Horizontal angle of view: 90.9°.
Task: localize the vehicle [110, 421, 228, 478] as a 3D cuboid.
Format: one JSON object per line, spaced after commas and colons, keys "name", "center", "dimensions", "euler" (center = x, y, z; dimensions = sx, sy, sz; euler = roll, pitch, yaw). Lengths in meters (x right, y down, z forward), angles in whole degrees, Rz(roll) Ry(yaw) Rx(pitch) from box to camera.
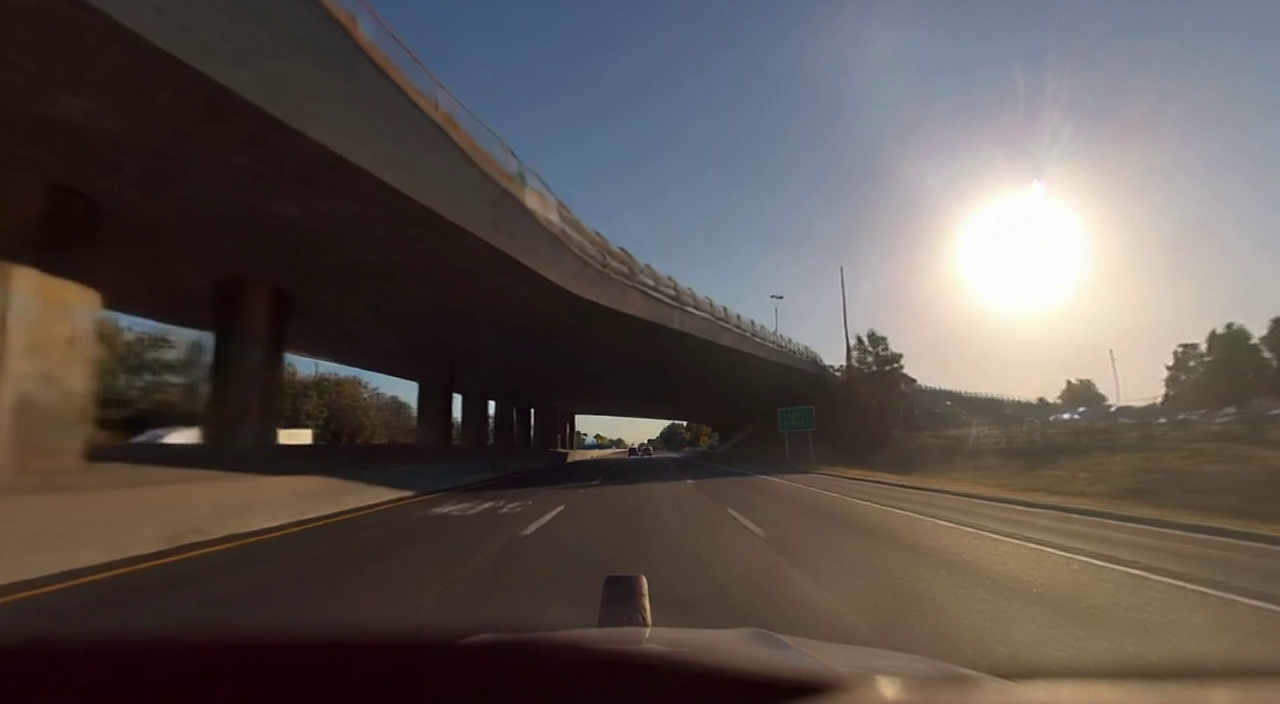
{"name": "vehicle", "center": [-35.649, 7.376, 48.179], "dimensions": [3.029, 3.941, 7.412], "euler": [-1, -8, 1]}
